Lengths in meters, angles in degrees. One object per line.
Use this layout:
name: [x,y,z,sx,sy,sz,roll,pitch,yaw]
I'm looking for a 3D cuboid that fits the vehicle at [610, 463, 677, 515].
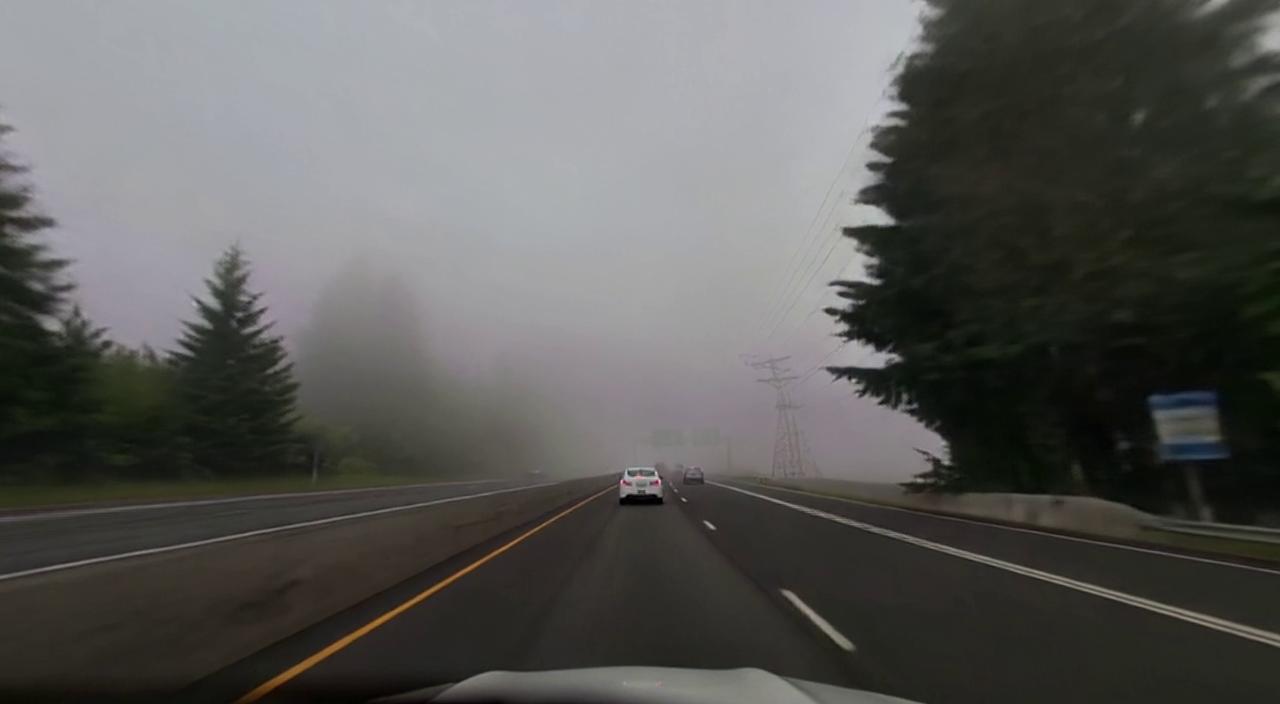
vehicle: [0.122,4.455,20.772,1.987,1.480,3.786,1,-10,0]
